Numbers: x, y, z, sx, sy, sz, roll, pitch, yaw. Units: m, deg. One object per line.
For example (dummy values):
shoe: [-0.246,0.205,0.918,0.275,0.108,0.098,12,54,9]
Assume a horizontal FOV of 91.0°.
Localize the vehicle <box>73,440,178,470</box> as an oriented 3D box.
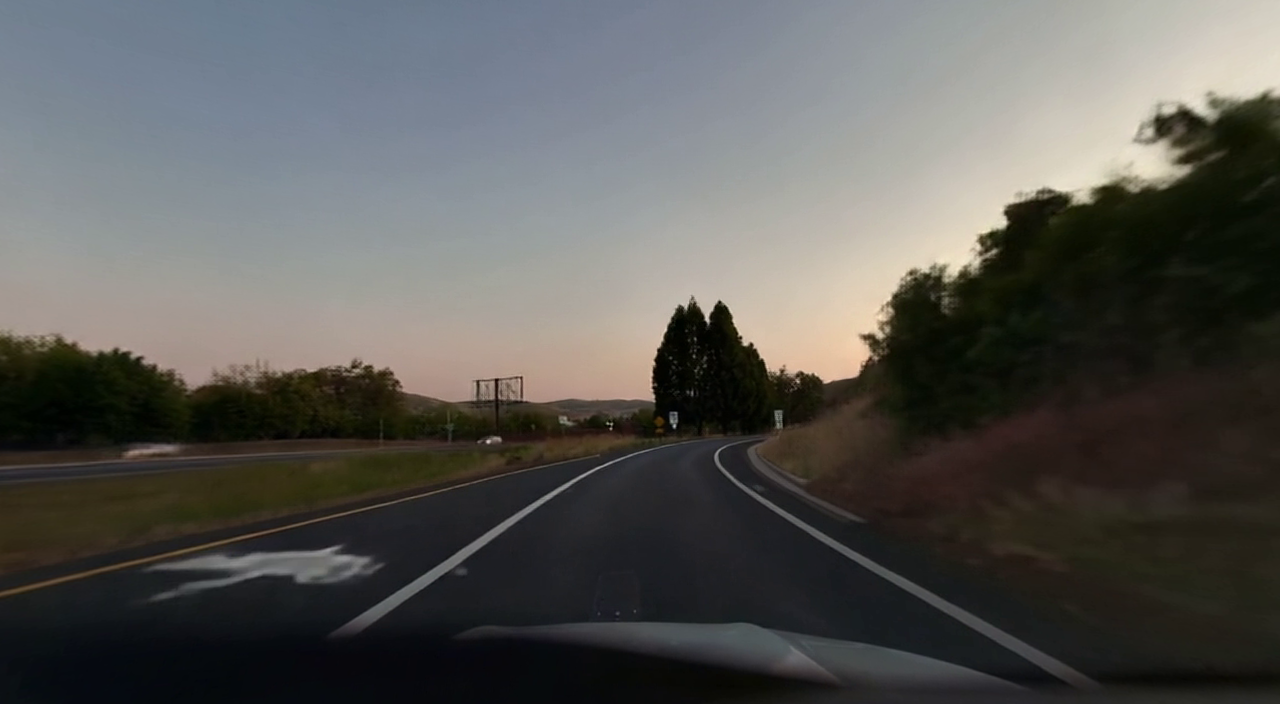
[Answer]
vehicle: [-35.099,7.006,43.106,1.901,1.844,5.070,-5,-9,30]
